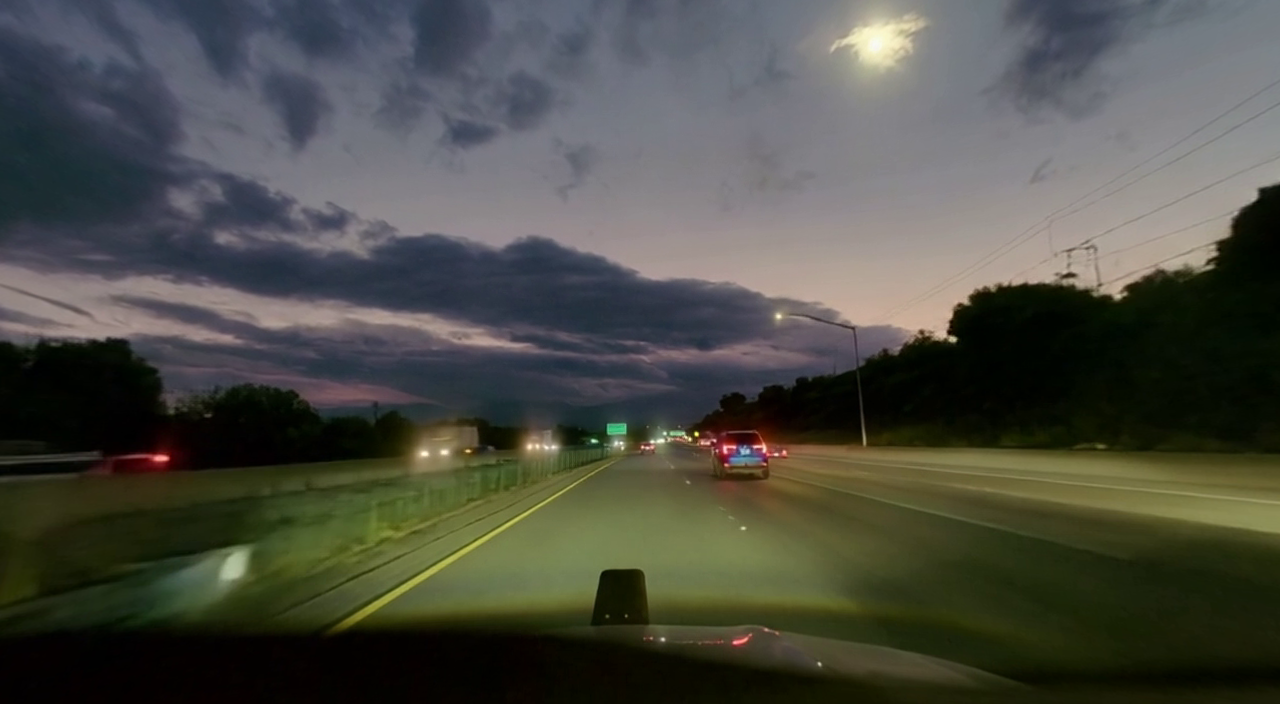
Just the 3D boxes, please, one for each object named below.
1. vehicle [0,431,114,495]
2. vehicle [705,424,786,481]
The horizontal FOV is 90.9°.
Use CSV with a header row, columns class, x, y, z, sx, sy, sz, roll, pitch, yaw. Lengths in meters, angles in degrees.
class,x,y,z,sx,sy,sz,roll,pitch,yaw
vehicle,-20.516,2.886,15.629,2.950,1.863,14.401,0,-8,-1
vehicle,3.684,3.614,22.824,2.120,1.832,4.287,0,-8,-1
